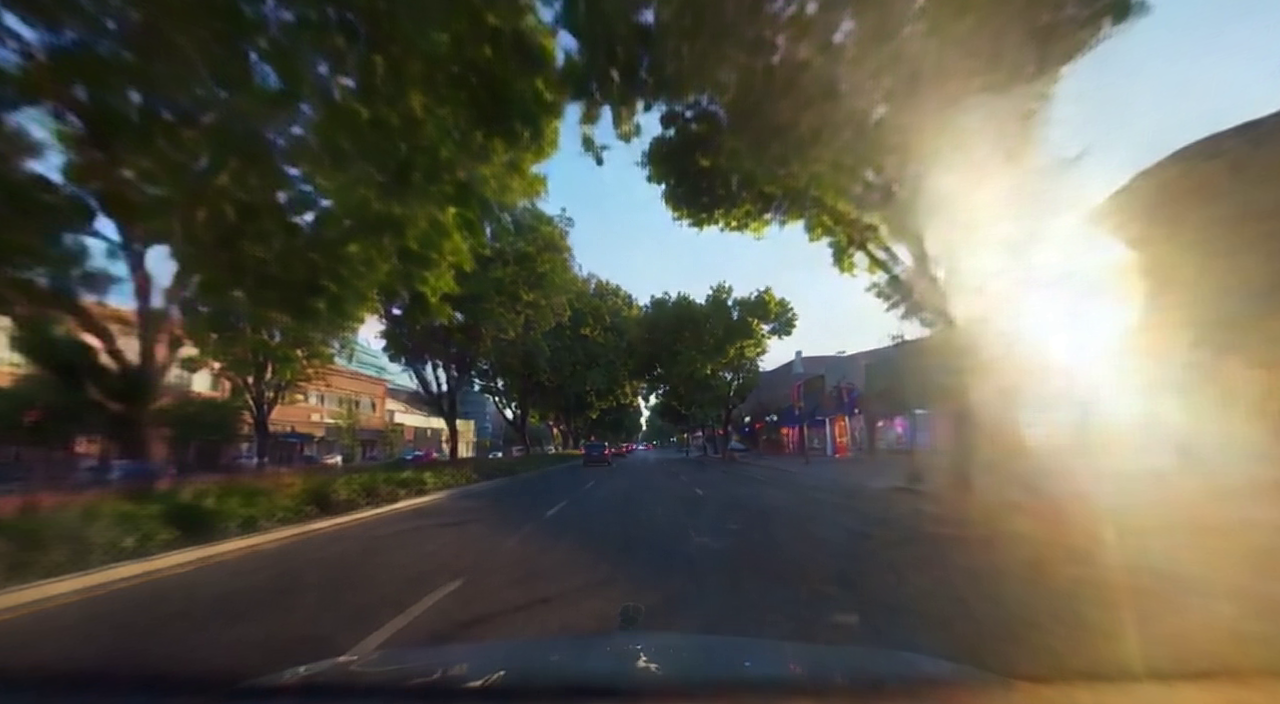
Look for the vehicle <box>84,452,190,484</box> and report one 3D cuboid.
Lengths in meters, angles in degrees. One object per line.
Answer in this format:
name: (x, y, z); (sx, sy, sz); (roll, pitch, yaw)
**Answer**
vehicle: (-26.238, 6.045, 33.108); (1.850, 1.477, 4.492); (0, -8, 0)
